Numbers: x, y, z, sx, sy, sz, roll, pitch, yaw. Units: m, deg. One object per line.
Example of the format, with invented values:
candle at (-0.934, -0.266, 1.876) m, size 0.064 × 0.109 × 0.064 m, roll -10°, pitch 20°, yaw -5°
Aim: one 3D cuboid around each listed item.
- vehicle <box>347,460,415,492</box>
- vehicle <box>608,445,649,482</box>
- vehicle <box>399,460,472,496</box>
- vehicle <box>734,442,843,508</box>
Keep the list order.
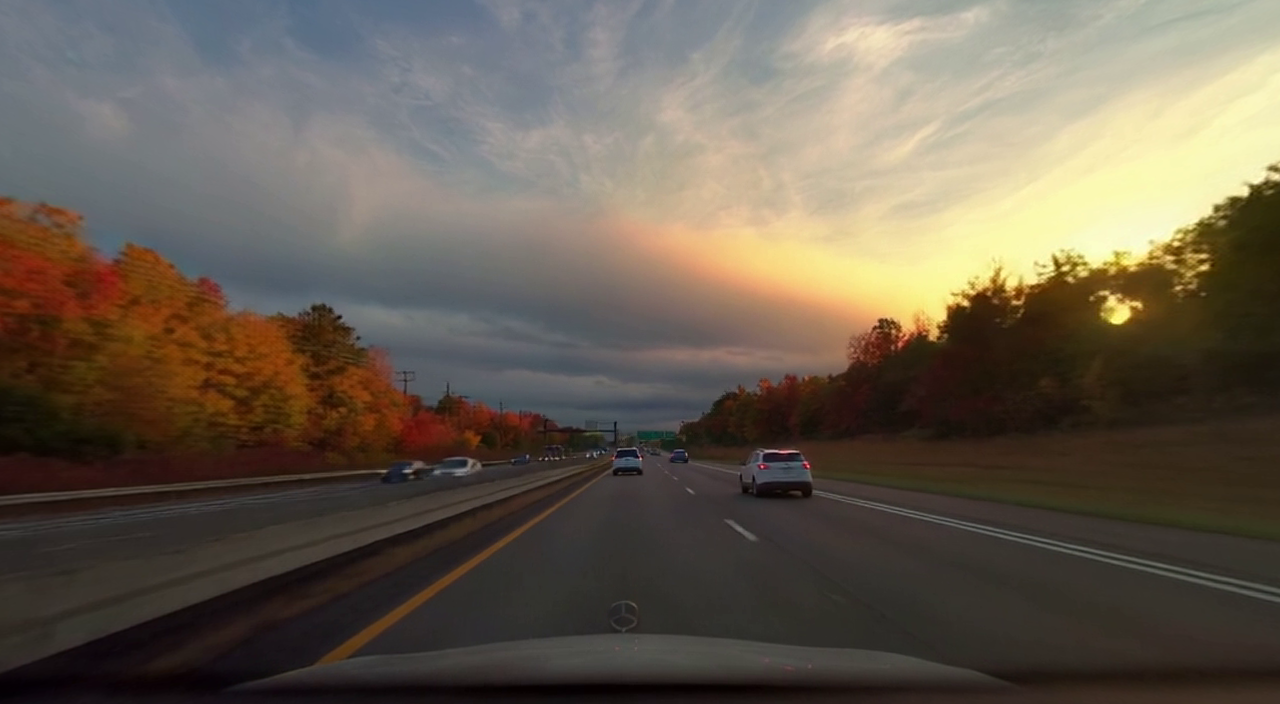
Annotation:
vehicle at (-13.511, 6.457, 32.899) m, size 1.837 × 1.495 × 3.979 m, roll -1°, pitch -9°, yaw 0°
vehicle at (-0.530, 5.524, 31.456) m, size 1.937 × 1.699 × 3.936 m, roll 0°, pitch -9°, yaw 0°
vehicle at (-9.709, 5.980, 30.138) m, size 1.929 × 1.492 × 4.486 m, roll -1°, pitch -9°, yaw 1°
vehicle at (3.818, 3.230, 16.947) m, size 1.843 × 1.505 × 4.339 m, roll 0°, pitch -9°, yaw -1°
